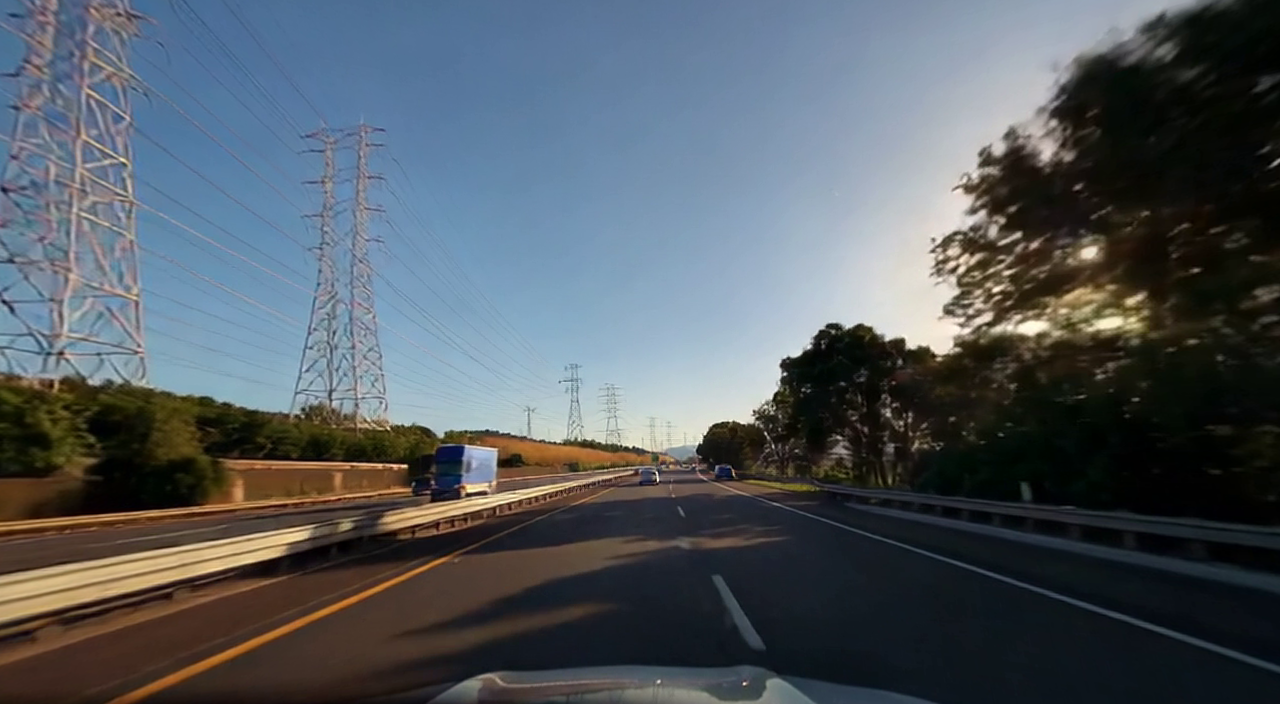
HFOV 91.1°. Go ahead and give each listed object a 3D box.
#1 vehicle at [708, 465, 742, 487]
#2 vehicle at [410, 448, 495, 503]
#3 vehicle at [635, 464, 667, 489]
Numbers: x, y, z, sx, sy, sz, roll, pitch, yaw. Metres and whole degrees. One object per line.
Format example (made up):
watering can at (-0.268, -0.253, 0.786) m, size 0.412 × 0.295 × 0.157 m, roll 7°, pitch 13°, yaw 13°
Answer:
vehicle at (6.354, 9.331, 47.253) m, size 1.985 × 1.521 × 3.904 m, roll 1°, pitch -10°, yaw 0°
vehicle at (-10.607, 7.108, 36.328) m, size 2.485 × 2.813 × 6.798 m, roll 0°, pitch -10°, yaw 3°
vehicle at (0.721, 8.458, 42.846) m, size 2.038 × 1.596 × 4.246 m, roll 1°, pitch -11°, yaw 1°
